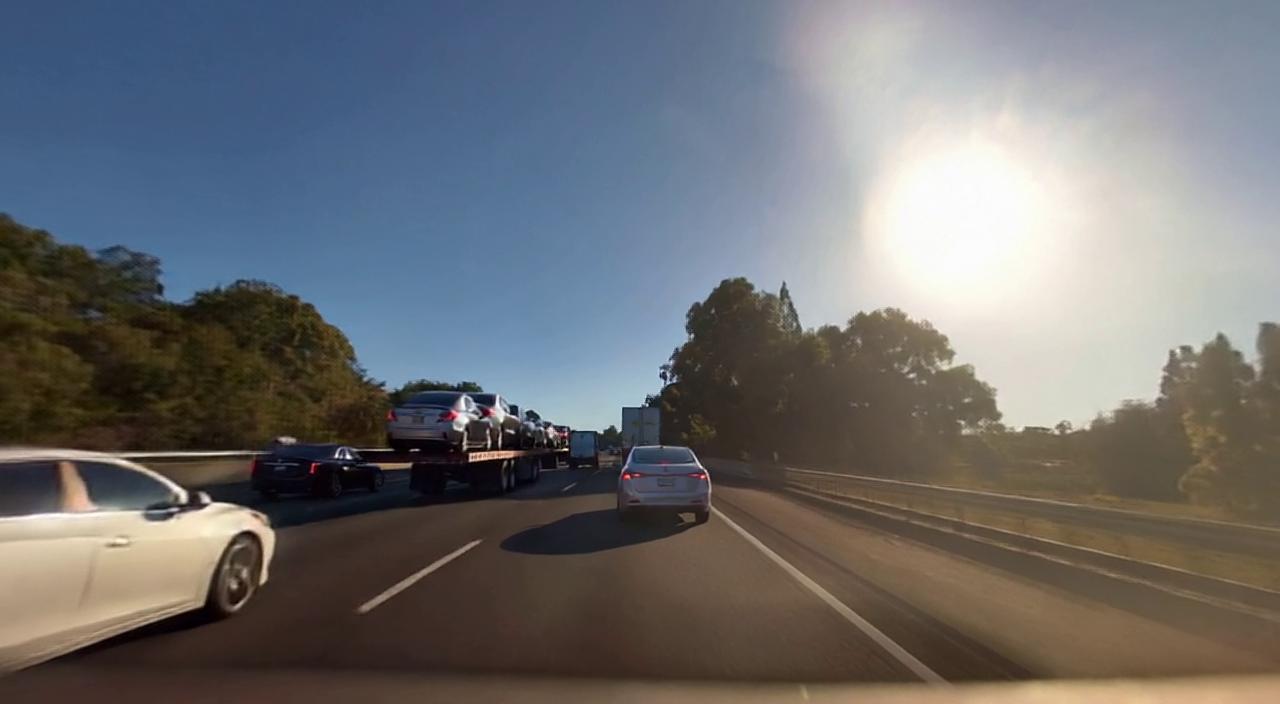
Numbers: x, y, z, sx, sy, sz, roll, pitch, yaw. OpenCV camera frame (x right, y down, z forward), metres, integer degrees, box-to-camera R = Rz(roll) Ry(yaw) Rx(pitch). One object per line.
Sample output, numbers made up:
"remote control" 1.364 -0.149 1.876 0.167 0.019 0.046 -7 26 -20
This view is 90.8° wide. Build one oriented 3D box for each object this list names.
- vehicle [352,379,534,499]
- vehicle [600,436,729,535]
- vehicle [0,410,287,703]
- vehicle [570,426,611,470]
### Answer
"vehicle" -2.984 1.475 10.566 2.031 1.594 4.103 1 -9 -5
"vehicle" 0.349 2.332 11.531 1.991 1.507 3.391 0 -9 -1
"vehicle" -3.673 0.951 2.394 1.947 1.470 4.526 0 -9 1
"vehicle" -3.275 6.579 43.124 2.289 2.710 6.726 0 -9 0
